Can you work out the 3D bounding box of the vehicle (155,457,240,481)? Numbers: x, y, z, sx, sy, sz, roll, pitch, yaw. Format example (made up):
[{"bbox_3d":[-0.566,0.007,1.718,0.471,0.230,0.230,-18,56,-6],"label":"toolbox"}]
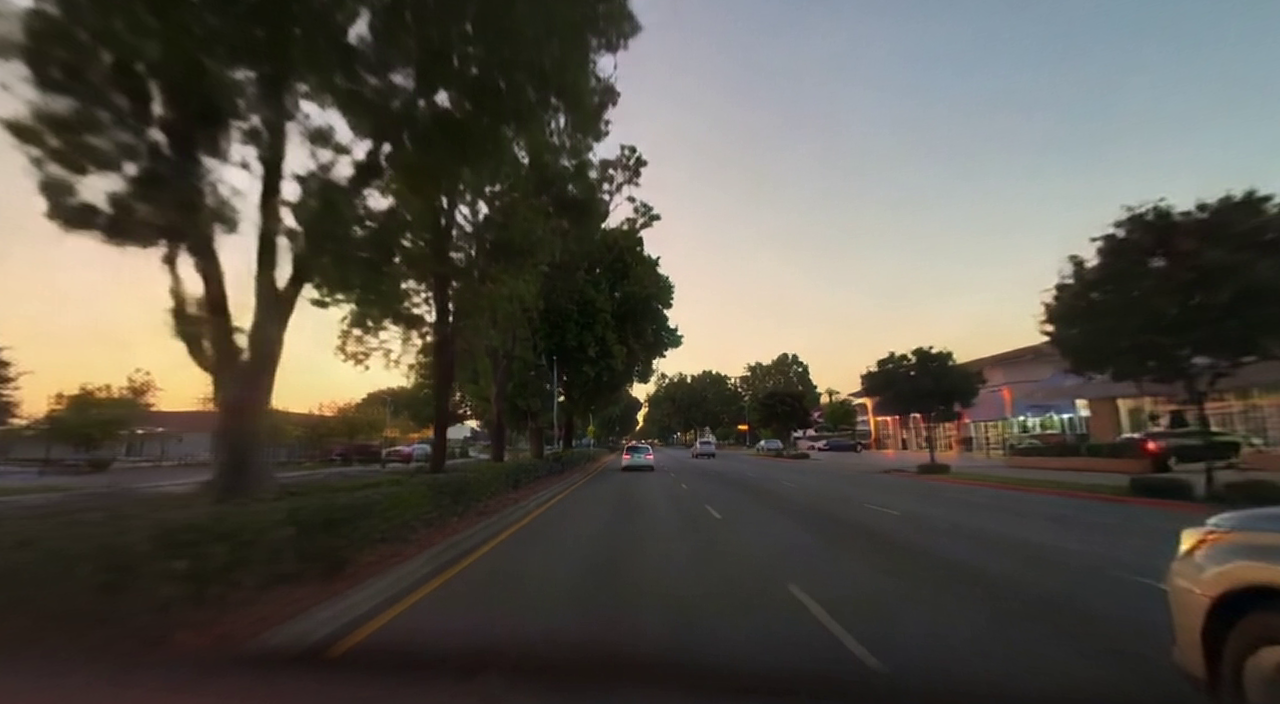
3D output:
[{"bbox_3d":[-30.128,7.977,43.078,4.309,1.468,2.014,-1,-9,2],"label":"vehicle"}]

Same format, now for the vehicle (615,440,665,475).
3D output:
[{"bbox_3d":[-0.027,4.708,28.491,2.126,1.475,3.967,0,-8,-1],"label":"vehicle"}]

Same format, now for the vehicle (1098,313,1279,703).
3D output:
[{"bbox_3d":[3.178,0.512,0.621,2.110,1.698,4.397,0,-8,0],"label":"vehicle"}]

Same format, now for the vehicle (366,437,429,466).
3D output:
[{"bbox_3d":[-17.029,7.028,44.691,2.195,1.911,5.549,0,-8,0],"label":"vehicle"}]

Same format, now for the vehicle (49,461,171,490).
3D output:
[{"bbox_3d":[-29.170,6.791,34.883,4.702,1.471,2.215,0,-8,0],"label":"vehicle"}]
